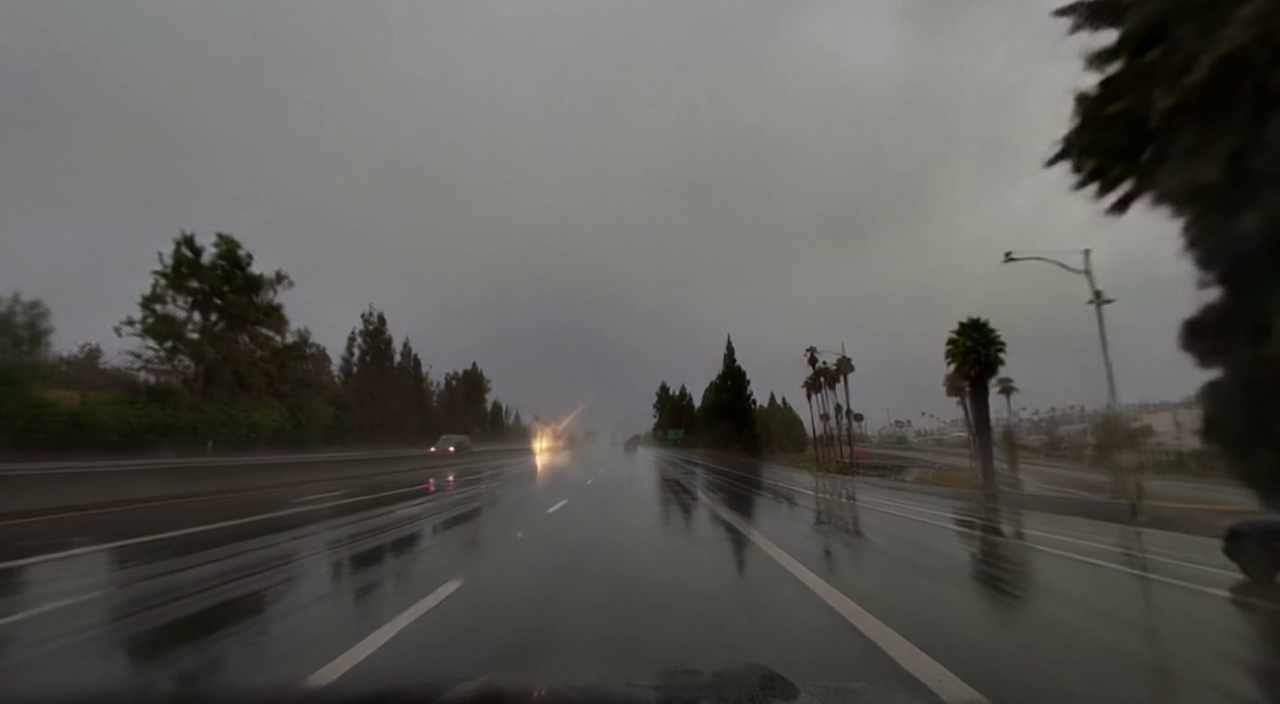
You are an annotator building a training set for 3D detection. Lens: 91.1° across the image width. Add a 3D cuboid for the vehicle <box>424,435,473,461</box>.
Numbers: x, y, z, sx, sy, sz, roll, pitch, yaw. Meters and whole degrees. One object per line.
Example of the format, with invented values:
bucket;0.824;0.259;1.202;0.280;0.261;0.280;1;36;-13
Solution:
vehicle;-14.070;7.113;46.391;2.231;1.820;4.733;0;-9;-1
